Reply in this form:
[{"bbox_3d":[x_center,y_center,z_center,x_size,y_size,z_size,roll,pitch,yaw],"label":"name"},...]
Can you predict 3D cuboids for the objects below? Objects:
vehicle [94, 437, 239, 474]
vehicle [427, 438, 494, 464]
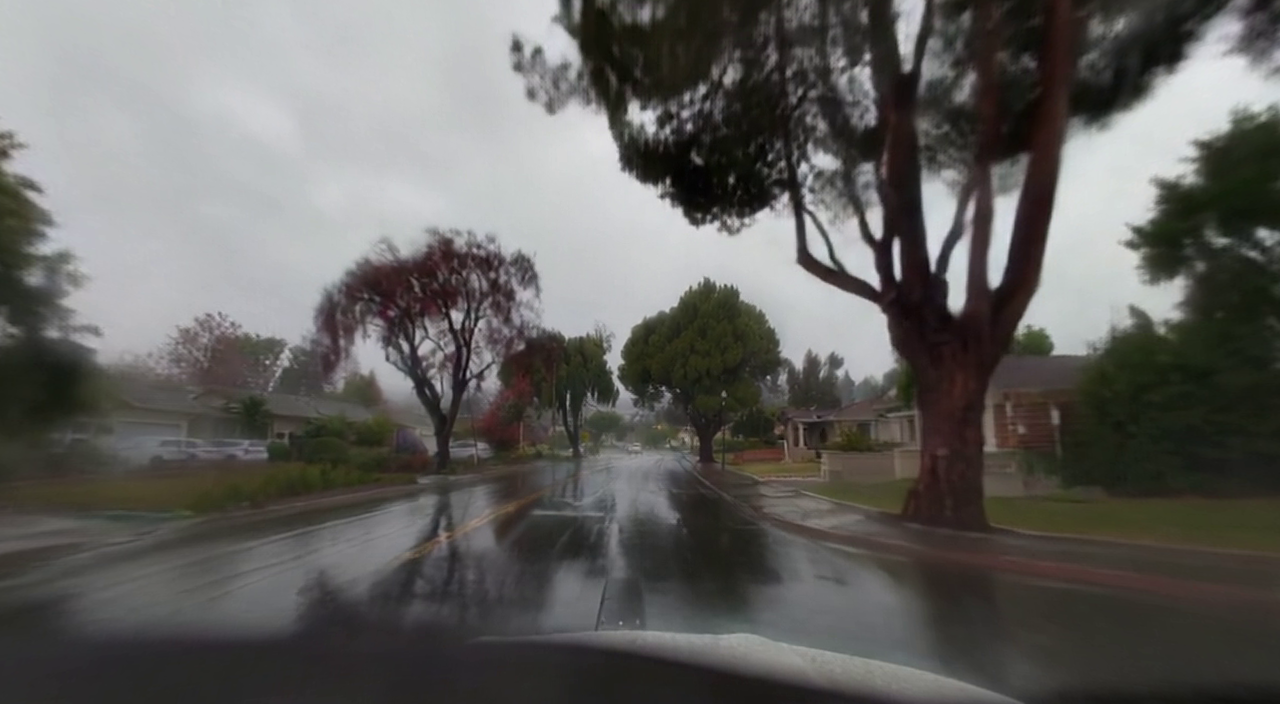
[{"bbox_3d":[-19.683,4.341,26.503,4.373,1.464,1.917,2,-11,-17],"label":"vehicle"},{"bbox_3d":[-12.942,7.170,45.774,4.370,1.761,1.901,1,-9,-5],"label":"vehicle"}]
